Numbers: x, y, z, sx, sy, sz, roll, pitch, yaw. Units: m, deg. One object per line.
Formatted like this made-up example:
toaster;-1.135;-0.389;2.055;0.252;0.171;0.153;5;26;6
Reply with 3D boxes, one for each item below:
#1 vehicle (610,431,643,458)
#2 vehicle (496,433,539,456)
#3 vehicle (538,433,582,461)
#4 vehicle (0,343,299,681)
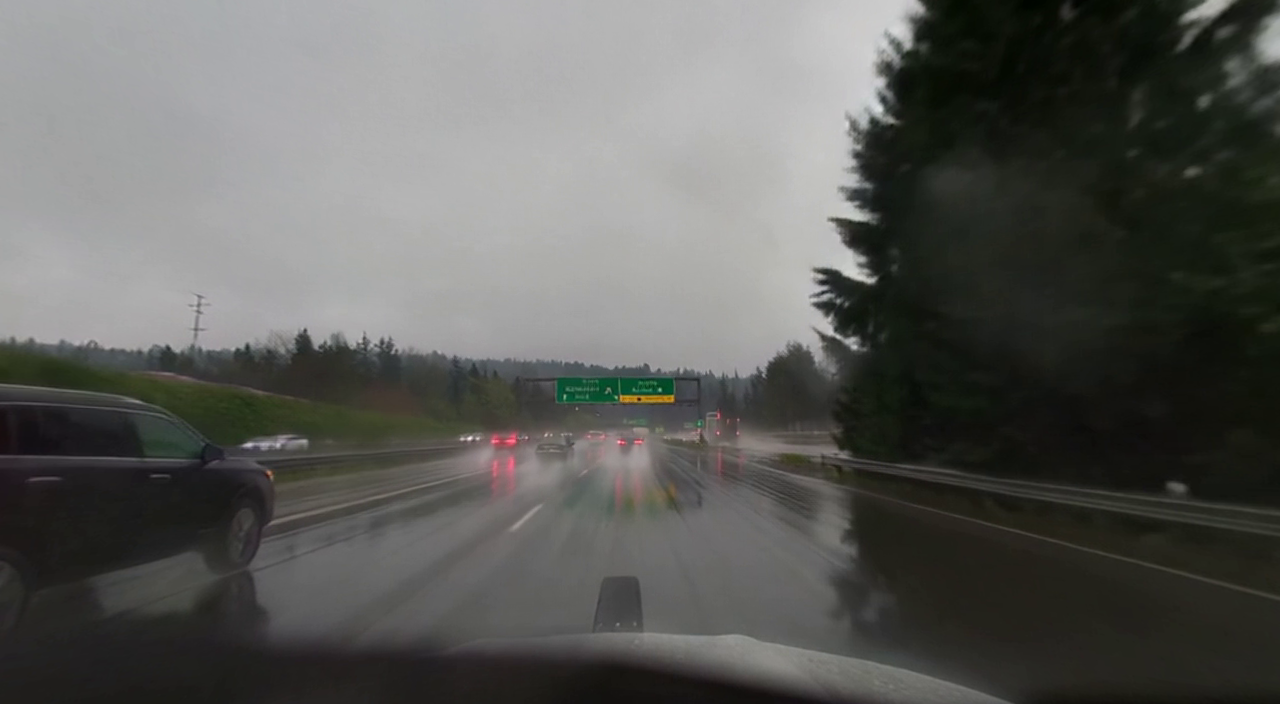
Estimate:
vehicle;-0.831;5.785;39.622;2.002;1.611;3.778;0;-8;0
vehicle;-8.295;6.314;43.109;1.953;1.524;4.863;0;-8;0
vehicle;-4.421;5.311;35.291;1.909;1.445;4.087;0;-8;0
vehicle;-4.485;0.984;4.231;1.971;1.822;4.366;0;-8;-1
